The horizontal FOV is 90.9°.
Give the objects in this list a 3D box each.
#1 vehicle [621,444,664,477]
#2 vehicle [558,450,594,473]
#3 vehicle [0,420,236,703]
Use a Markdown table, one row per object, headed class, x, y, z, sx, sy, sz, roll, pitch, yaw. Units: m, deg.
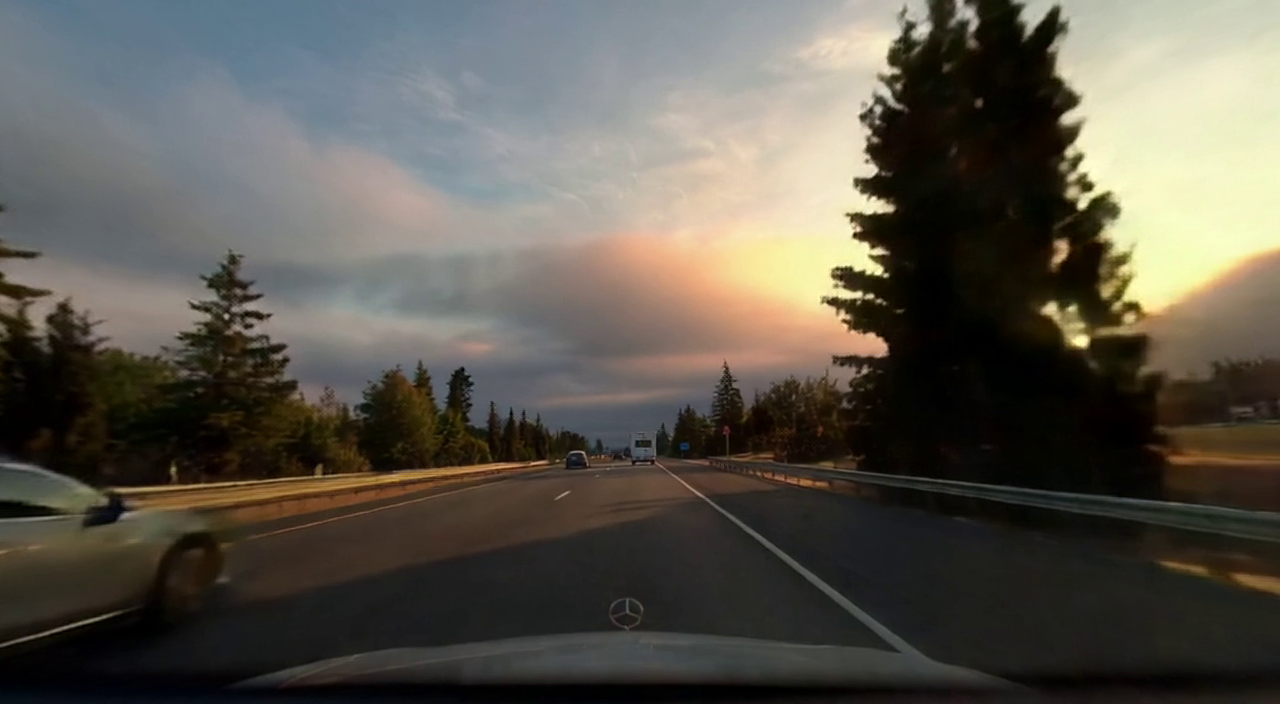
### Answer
| class | x | y | z | sx | sy | sz | roll | pitch | yaw |
| --- | --- | --- | --- | --- | --- | --- | --- | --- | --- |
| vehicle | 0.123 | 5.930 | 34.532 | 2.172 | 1.687 | 3.929 | 0 | -9 | 0 |
| vehicle | -4.307 | 7.415 | 42.876 | 2.031 | 1.482 | 4.248 | 0 | -9 | -1 |
| vehicle | -4.165 | 1.000 | 2.629 | 1.998 | 1.460 | 4.422 | 0 | -9 | 0 |
